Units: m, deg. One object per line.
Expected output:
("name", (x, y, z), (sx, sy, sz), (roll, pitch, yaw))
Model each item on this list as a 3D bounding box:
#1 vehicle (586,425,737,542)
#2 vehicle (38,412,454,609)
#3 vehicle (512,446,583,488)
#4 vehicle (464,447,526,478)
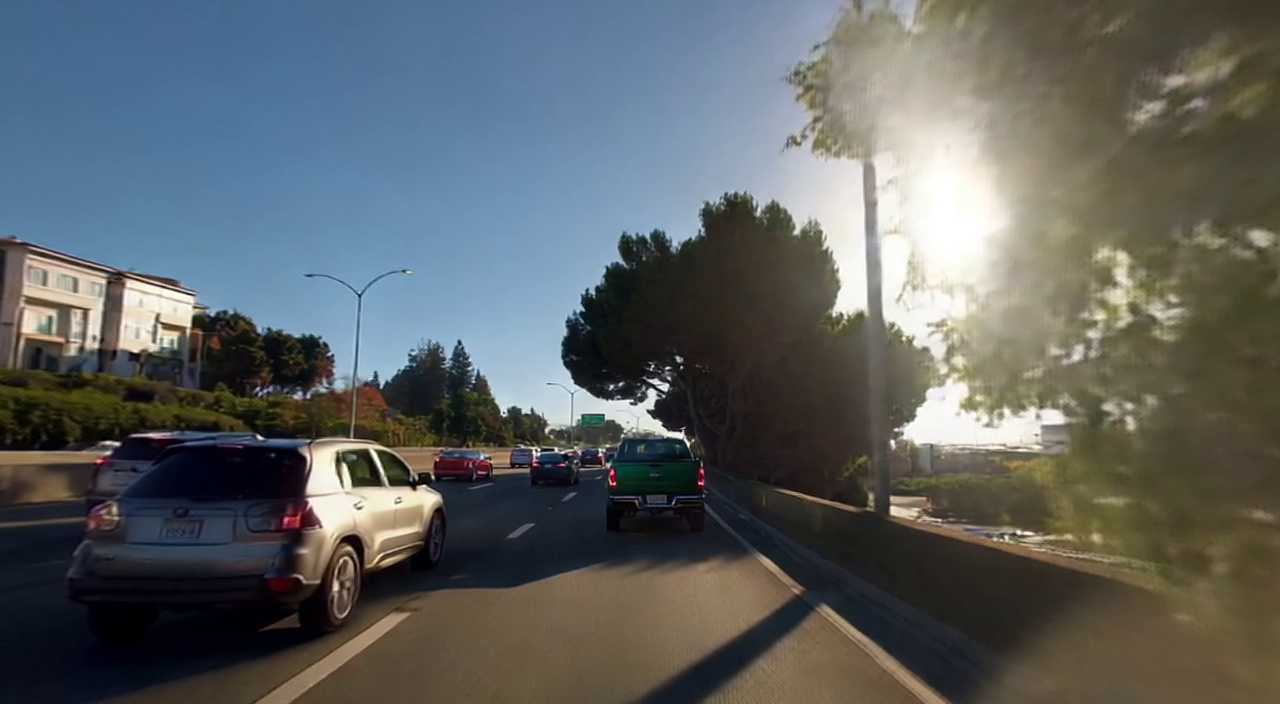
("vehicle", (0.367, 2.302, 11.689), (2.235, 1.716, 4.435), (0, -9, 1))
("vehicle", (-4.105, 1.706, 7.742), (2.076, 1.688, 4.334), (-1, -9, 4))
("vehicle", (-3.480, 4.415, 24.562), (1.868, 1.470, 4.105), (-1, -9, 4))
("vehicle", (-7.260, 5.576, 32.106), (1.856, 1.459, 4.251), (-1, -9, 4))
